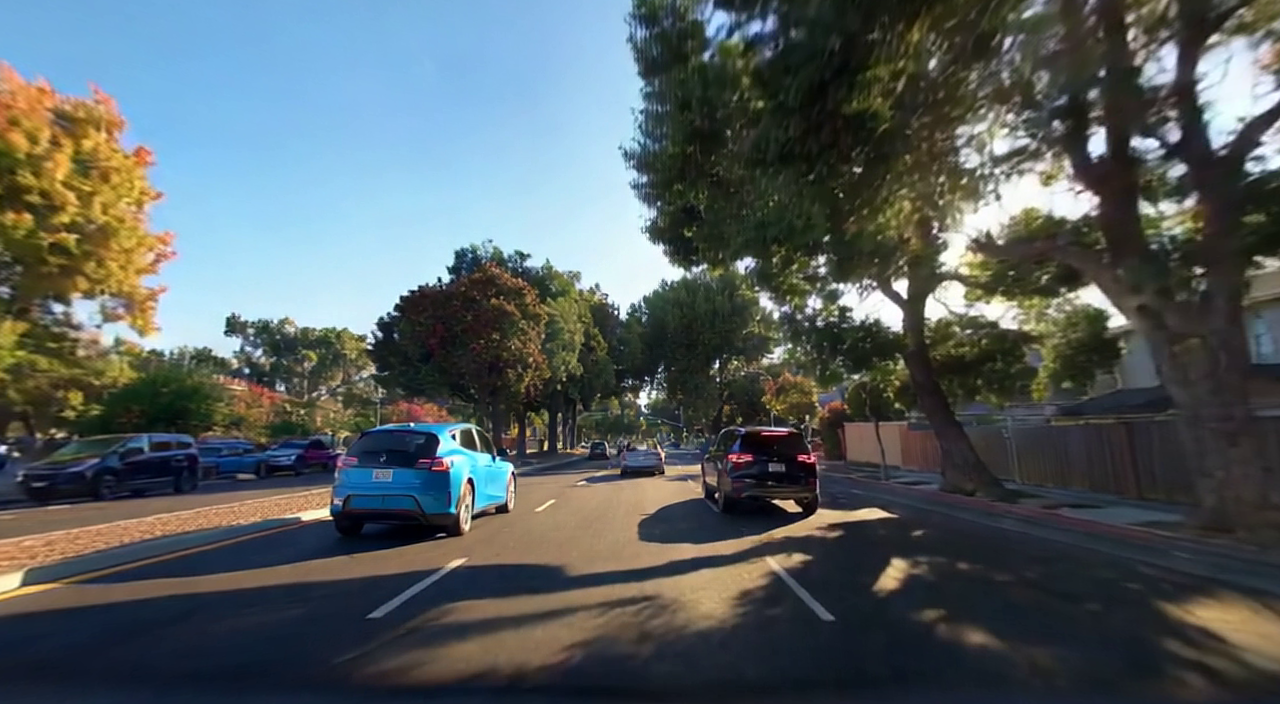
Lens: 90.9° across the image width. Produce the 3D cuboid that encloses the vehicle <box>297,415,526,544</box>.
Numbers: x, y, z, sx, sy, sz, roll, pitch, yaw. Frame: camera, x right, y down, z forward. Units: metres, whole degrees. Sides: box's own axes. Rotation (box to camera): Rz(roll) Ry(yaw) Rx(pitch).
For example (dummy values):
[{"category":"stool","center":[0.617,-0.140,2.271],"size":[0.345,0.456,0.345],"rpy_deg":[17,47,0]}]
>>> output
[{"category":"vehicle","center":[-3.463,2.019,10.738],"size":[2.043,1.687,4.676],"rpy_deg":[0,-8,1]}]

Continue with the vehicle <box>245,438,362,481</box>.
[{"category":"vehicle","center":[-12.294,3.934,23.434],"size":[1.849,1.452,4.423],"rpy_deg":[0,-8,1]}]

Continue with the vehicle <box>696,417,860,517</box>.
[{"category":"vehicle","center":[2.628,2.336,13.341],"size":[2.280,1.747,4.361],"rpy_deg":[0,-8,-3]}]

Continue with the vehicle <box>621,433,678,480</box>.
[{"category":"vehicle","center":[0.315,3.762,22.939],"size":[1.922,1.579,3.642],"rpy_deg":[0,-8,0]}]

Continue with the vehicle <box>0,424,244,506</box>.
[{"category":"vehicle","center":[-12.462,2.704,15.625],"size":[1.928,1.675,4.900],"rpy_deg":[0,-8,2]}]

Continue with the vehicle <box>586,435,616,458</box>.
[{"category":"vehicle","center":[-3.022,7.415,49.629],"size":[2.014,1.755,4.360],"rpy_deg":[0,-8,1]}]
